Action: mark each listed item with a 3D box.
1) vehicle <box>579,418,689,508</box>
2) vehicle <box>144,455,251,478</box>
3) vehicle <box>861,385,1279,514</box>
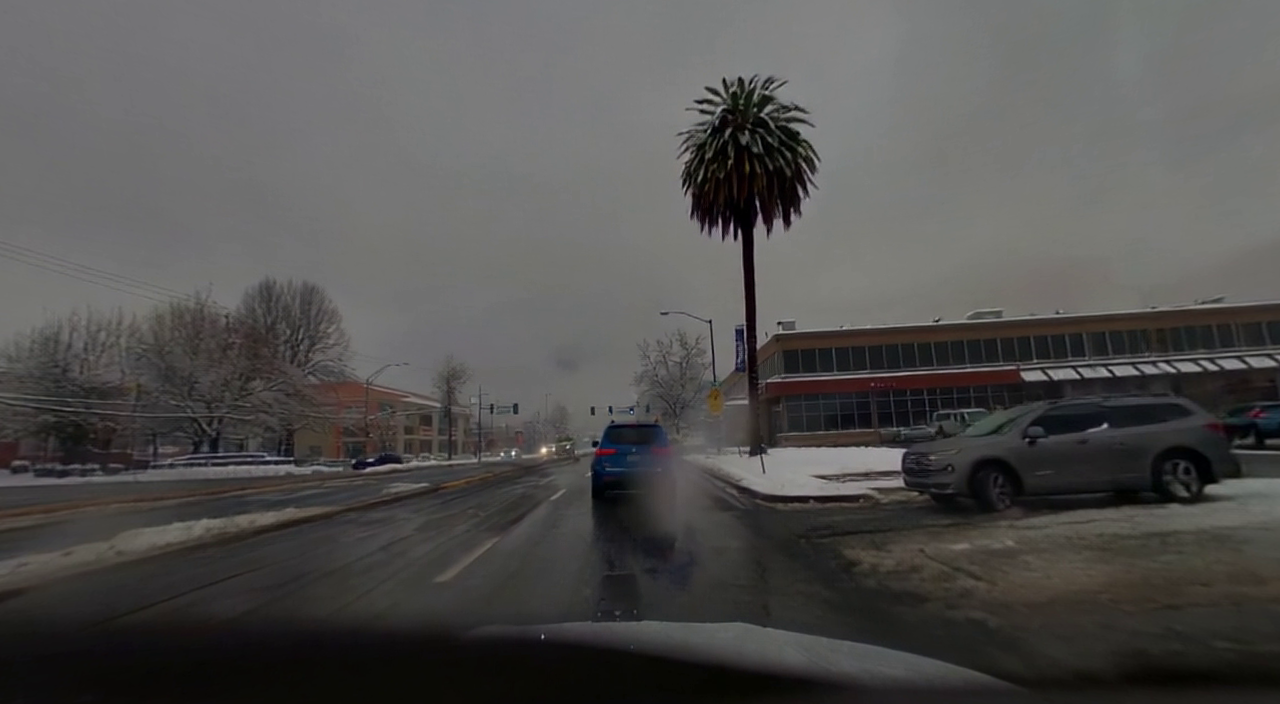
[{"bbox_3d":[-0.179,2.553,14.882,2.234,1.818,3.869,0,-9,-1],"label":"vehicle"},{"bbox_3d":[-27.610,7.150,39.622,5.154,1.343,1.943,4,-9,-24],"label":"vehicle"},{"bbox_3d":[6.238,1.482,9.697,4.828,1.733,2.231,0,-9,0],"label":"vehicle"}]
